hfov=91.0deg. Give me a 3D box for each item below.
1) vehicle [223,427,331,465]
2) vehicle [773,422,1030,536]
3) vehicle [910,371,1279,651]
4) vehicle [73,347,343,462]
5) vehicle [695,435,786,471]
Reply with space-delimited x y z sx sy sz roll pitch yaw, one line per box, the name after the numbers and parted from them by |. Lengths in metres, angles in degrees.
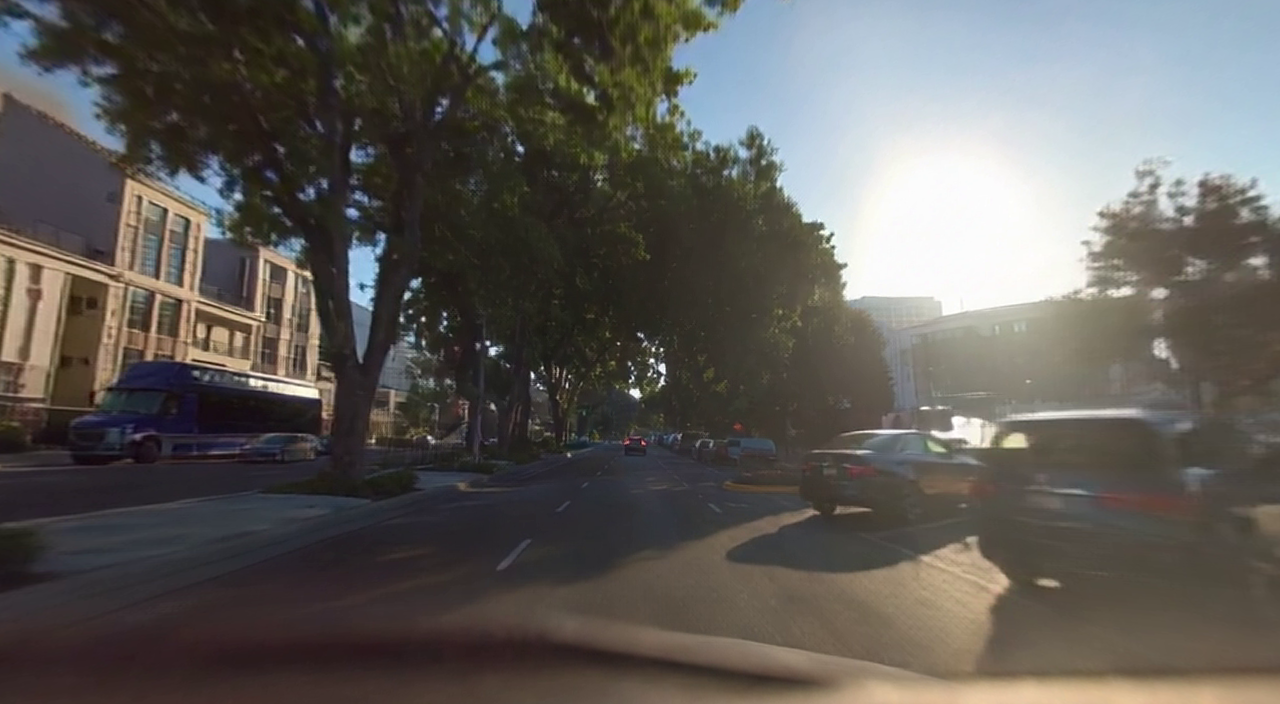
-15.553 4.074 27.315 1.909 1.465 4.758 0 -8 -1 | vehicle
4.518 1.977 10.546 4.720 1.487 1.876 6 -10 -39 | vehicle
4.781 1.233 5.976 4.585 1.660 1.969 6 -10 -37 | vehicle
-18.910 2.879 29.831 3.054 4.140 14.110 -1 -8 -1 | vehicle
4.559 4.520 28.504 3.896 1.488 1.868 6 -10 -38 | vehicle
